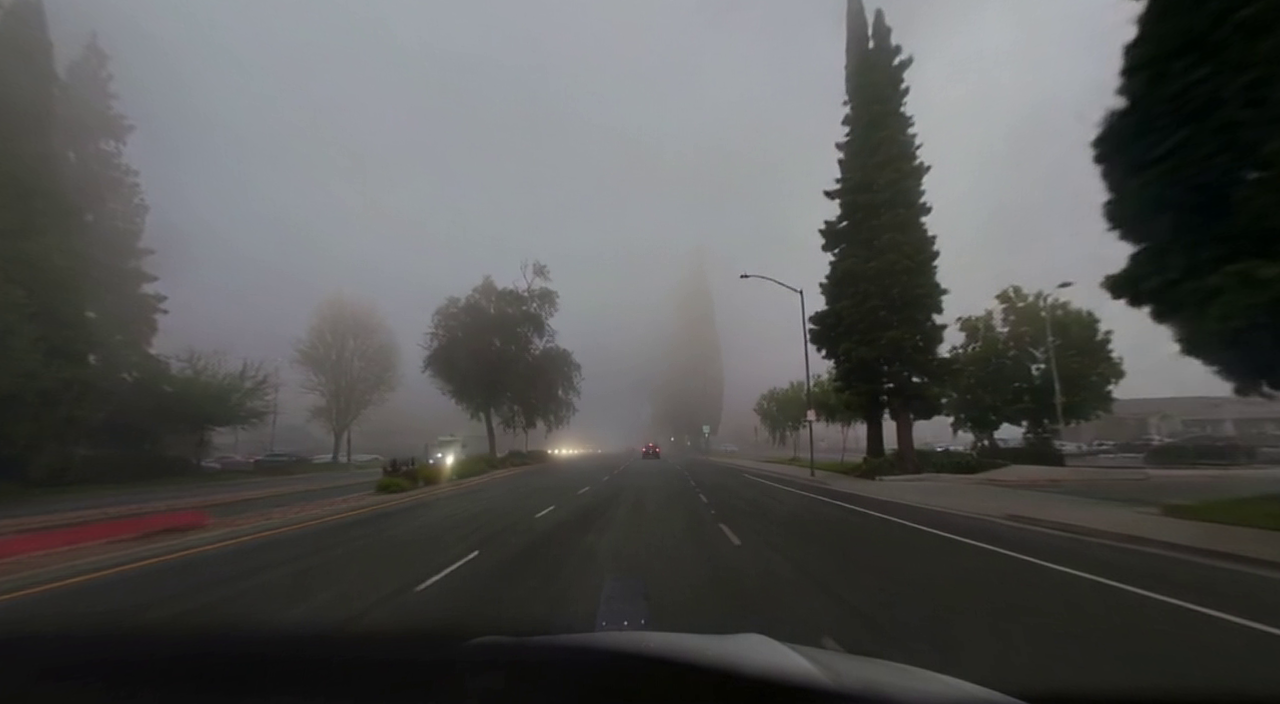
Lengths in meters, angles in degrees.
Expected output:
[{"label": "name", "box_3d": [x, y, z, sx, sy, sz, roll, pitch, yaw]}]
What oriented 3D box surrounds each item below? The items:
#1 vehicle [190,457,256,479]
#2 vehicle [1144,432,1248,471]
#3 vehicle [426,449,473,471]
[{"label": "vehicle", "box_3d": [-32.338, 8.991, 48.943, 4.001, 1.415, 1.693, -3, -8, -1]}, {"label": "vehicle", "box_3d": [25.374, 4.508, 28.997, 1.823, 1.466, 4.676, -7, -8, 19]}, {"label": "vehicle", "box_3d": [-13.549, 7.708, 45.169, 1.914, 1.496, 4.742, 0, -9, 0]}]
